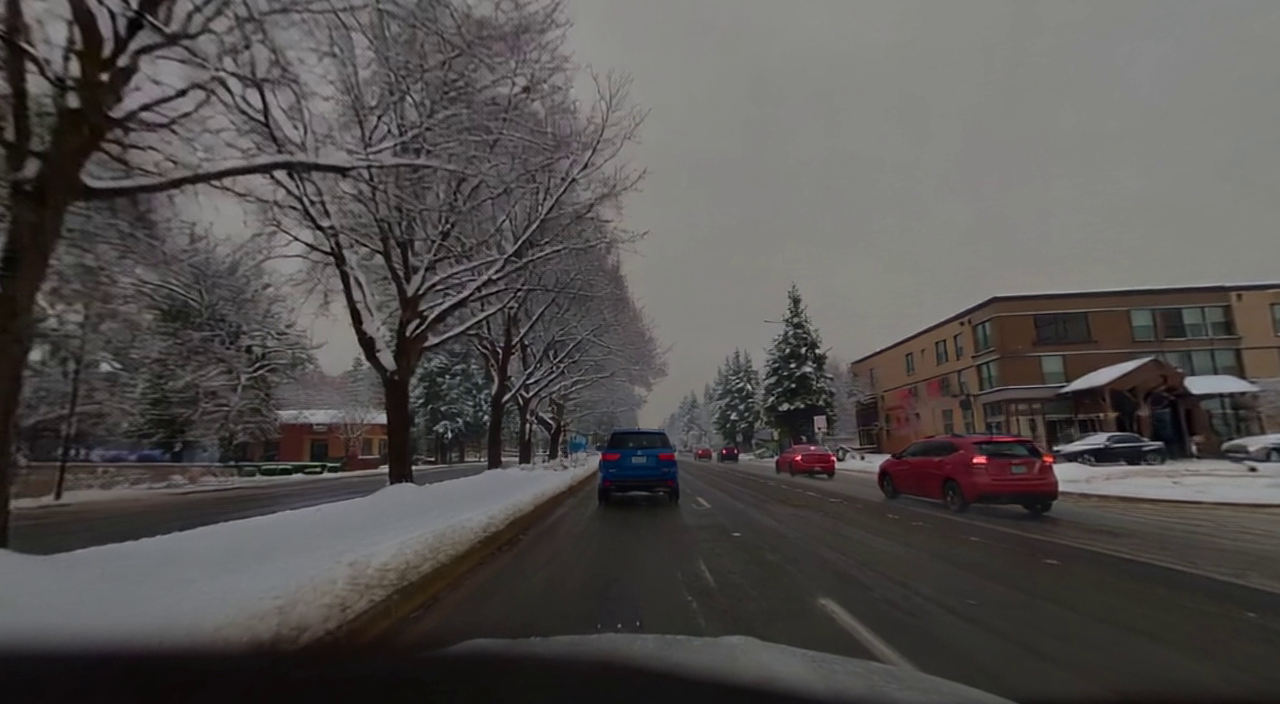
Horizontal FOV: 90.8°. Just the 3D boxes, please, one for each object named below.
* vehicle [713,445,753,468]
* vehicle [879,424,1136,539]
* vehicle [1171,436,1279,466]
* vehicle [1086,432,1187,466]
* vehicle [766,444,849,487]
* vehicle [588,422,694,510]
[{"bbox_3d":[6.490,7.361,44.540,1.914,1.523,4.287,0,-9,-3],"label":"vehicle"},{"bbox_3d":[6.373,2.279,11.754,2.056,1.703,4.428,0,-9,0],"label":"vehicle"},{"bbox_3d":[33.267,5.590,35.840,1.959,1.580,4.873,0,-9,0],"label":"vehicle"},{"bbox_3d":[27.841,5.467,35.601,1.967,1.803,4.305,0,-9,-4],"label":"vehicle"},{"bbox_3d":[6.538,4.478,25.252,2.035,1.553,4.465,0,-9,-1],"label":"vehicle"},{"bbox_3d":[0.009,2.797,15.908,2.320,1.880,4.192,0,-9,0],"label":"vehicle"}]
